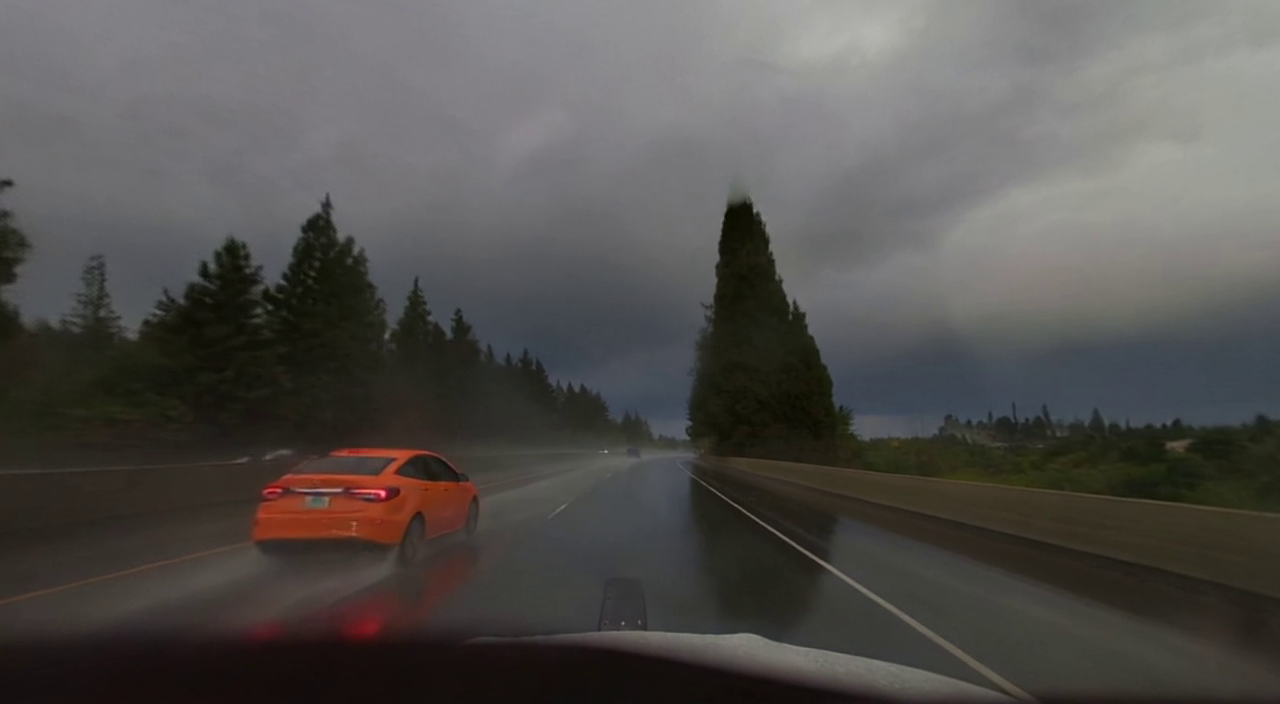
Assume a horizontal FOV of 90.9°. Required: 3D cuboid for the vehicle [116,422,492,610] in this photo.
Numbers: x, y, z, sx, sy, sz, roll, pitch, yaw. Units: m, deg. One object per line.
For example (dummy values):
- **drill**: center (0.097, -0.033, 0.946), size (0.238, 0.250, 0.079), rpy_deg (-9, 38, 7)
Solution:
- **vehicle**: center (-3.187, 1.633, 7.172), size (1.934, 1.486, 4.115), rpy_deg (0, -9, 1)
